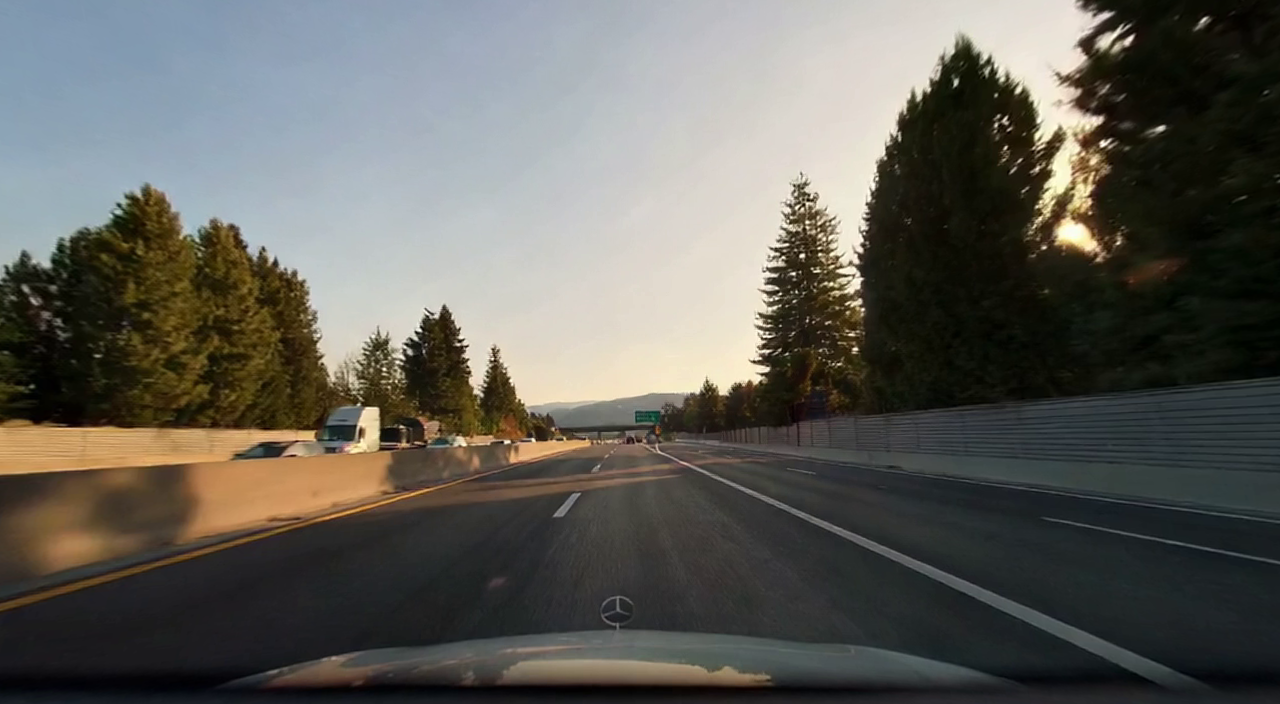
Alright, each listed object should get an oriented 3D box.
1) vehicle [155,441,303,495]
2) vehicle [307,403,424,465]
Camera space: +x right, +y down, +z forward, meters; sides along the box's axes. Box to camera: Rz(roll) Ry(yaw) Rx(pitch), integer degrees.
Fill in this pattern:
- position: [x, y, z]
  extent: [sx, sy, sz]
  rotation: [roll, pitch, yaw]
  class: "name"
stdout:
- position: [-12.170, 3.408, 19.029]
  extent: [1.807, 1.416, 4.076]
  rotation: [0, -8, -2]
  class: "vehicle"
- position: [-17.761, 5.508, 42.082]
  extent: [2.975, 3.541, 11.755]
  rotation: [0, -8, -2]
  class: "vehicle"
